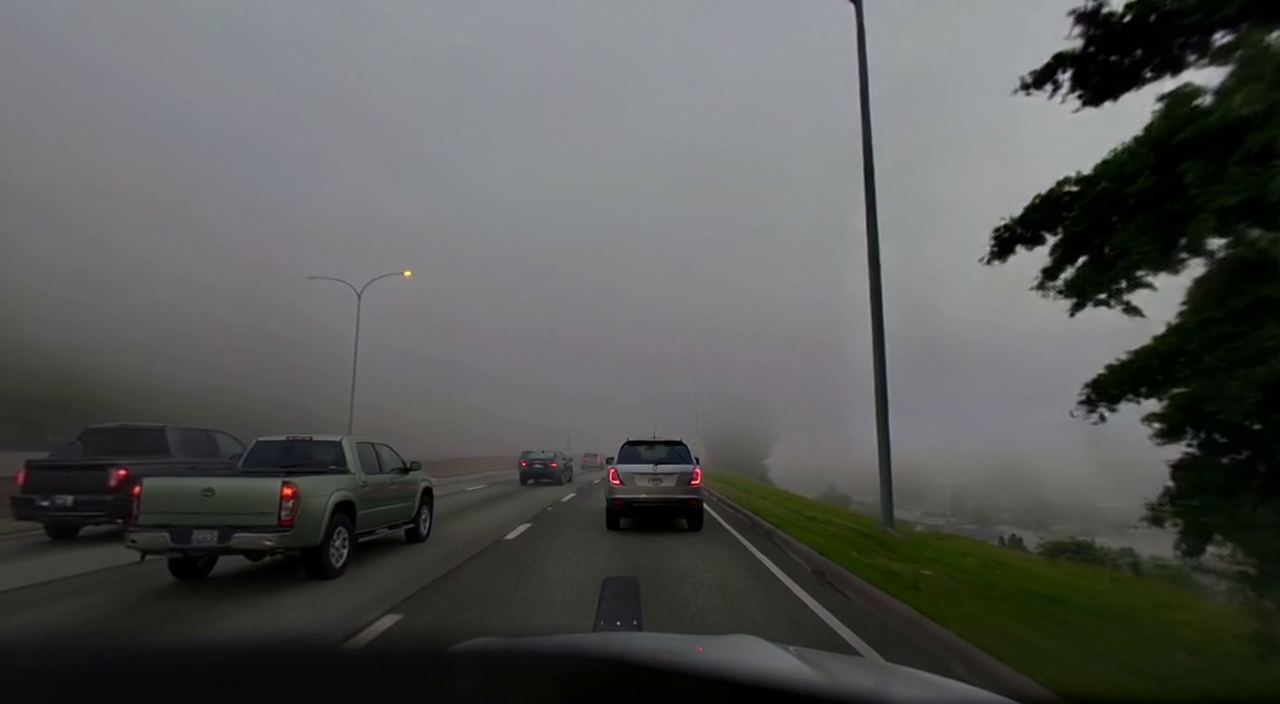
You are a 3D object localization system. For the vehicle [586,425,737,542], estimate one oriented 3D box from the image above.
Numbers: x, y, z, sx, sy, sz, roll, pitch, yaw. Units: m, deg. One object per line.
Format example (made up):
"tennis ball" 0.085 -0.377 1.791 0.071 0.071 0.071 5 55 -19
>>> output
"vehicle" 0.367 2.302 11.689 2.235 1.716 4.435 0 -9 1

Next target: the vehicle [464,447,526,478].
"vehicle" -7.260 5.576 32.106 1.856 1.459 4.251 -1 -9 4

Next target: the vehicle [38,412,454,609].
"vehicle" -4.105 1.706 7.742 2.076 1.688 4.334 -1 -9 4

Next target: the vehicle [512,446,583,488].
"vehicle" -3.480 4.415 24.562 1.868 1.470 4.105 -1 -9 4
